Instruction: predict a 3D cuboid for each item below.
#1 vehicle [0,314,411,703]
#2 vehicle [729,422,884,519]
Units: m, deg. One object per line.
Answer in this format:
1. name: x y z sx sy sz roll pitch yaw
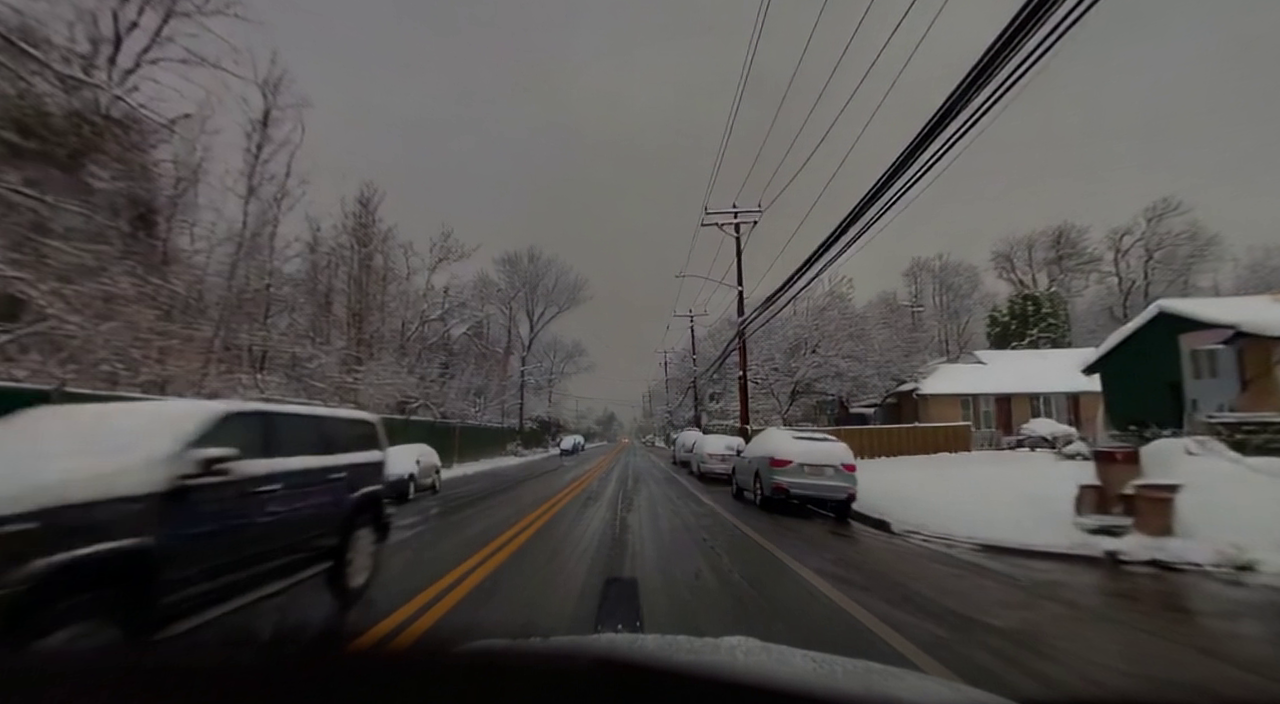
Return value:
1. vehicle: -3.469 1.042 4.005 2.210 1.838 4.854 0 -8 0
2. vehicle: 3.393 2.538 14.034 2.031 1.762 4.749 0 -8 -1
